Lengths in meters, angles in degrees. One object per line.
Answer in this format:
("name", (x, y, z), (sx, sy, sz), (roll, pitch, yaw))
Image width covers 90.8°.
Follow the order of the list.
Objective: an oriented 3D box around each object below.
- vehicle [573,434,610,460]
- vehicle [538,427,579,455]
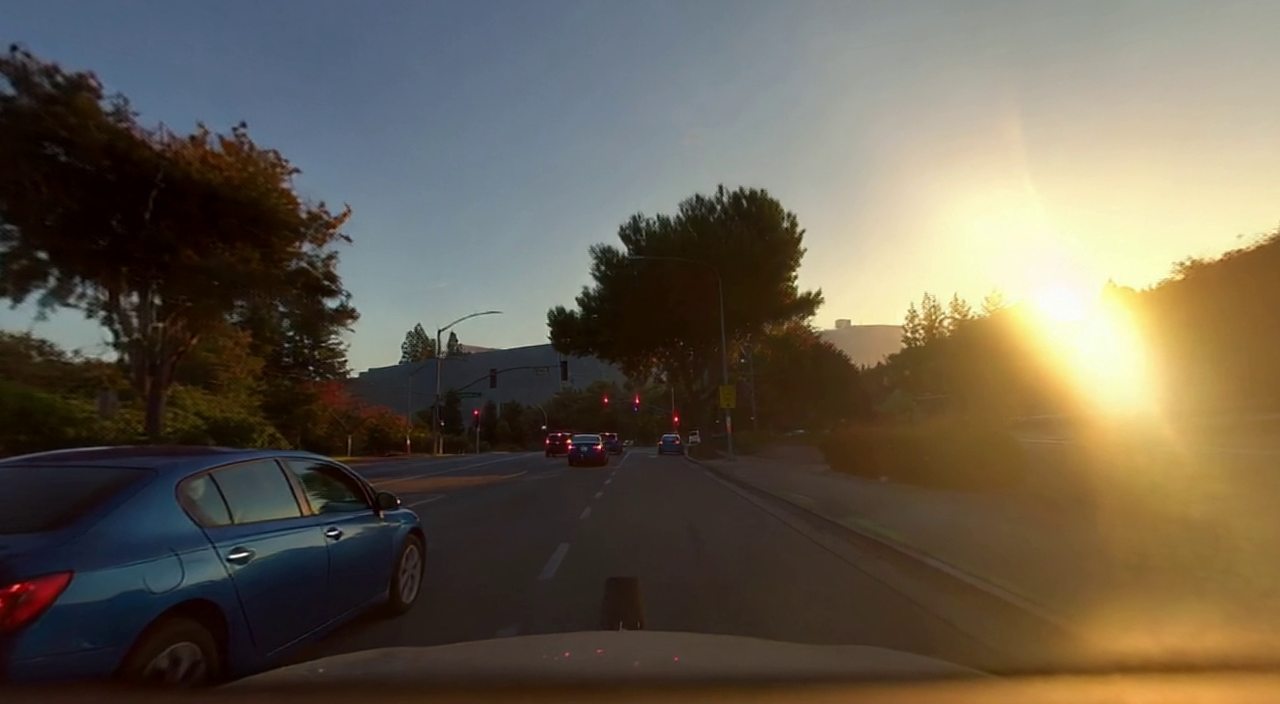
("vehicle", (-2.995, 5.984, 39.817), (1.979, 1.492, 3.930), (0, -9, 1))
("vehicle", (-6.097, 6.795, 48.023), (2.390, 2.020, 5.085), (0, -9, 0))
